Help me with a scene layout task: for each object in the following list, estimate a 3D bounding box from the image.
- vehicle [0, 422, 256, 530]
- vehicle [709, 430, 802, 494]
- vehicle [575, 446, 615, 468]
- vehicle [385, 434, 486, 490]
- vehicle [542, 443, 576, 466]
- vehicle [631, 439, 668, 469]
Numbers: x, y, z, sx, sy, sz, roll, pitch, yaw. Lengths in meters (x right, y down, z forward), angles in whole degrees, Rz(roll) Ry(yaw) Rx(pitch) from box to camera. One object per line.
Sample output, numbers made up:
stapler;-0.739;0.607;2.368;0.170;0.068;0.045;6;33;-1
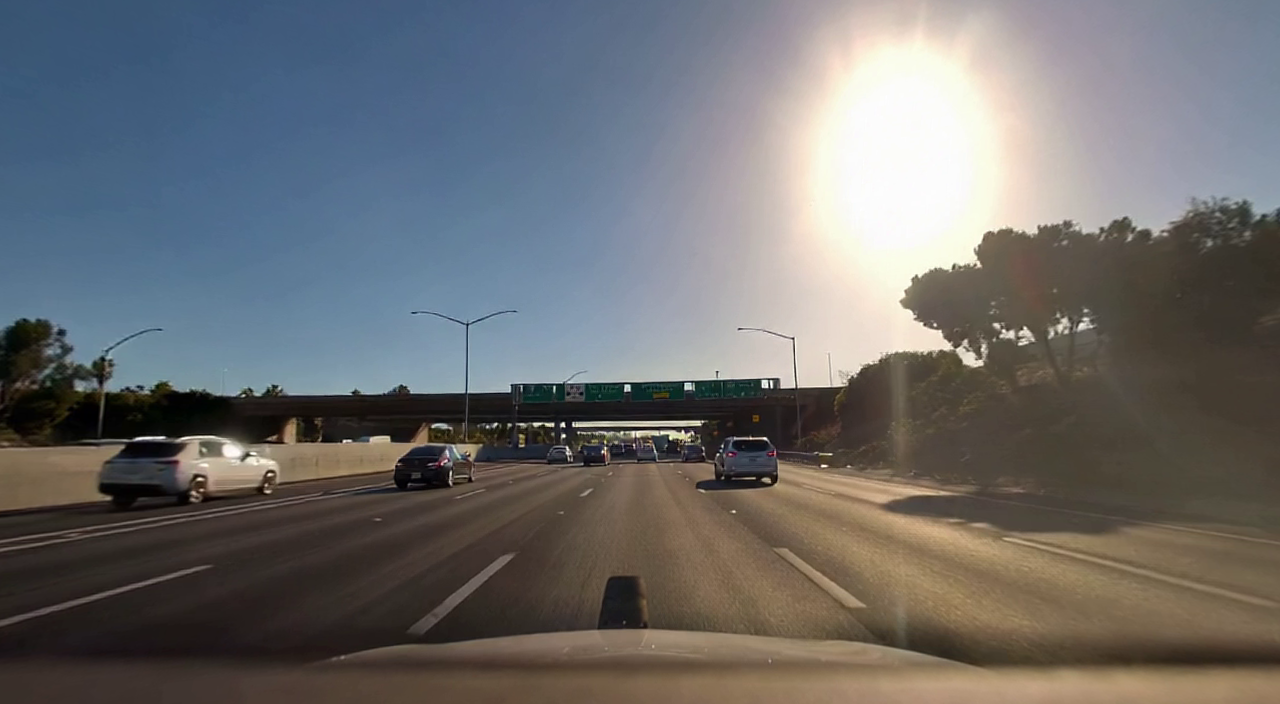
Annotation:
vehicle;-11.130;2.537;13.604;2.292;1.848;5.285;0;-8;0
vehicle;3.590;3.505;20.547;2.083;1.823;4.627;0;-8;-1
vehicle;-2.952;7.012;42.290;2.205;1.406;4.286;0;-8;2
vehicle;-6.691;3.632;21.149;1.946;1.688;4.019;0;-8;1
vehicle;-6.084;7.721;47.766;1.992;1.604;3.966;0;-8;1
vehicle;0.580;6.197;38.508;2.133;1.739;3.925;0;-8;1
